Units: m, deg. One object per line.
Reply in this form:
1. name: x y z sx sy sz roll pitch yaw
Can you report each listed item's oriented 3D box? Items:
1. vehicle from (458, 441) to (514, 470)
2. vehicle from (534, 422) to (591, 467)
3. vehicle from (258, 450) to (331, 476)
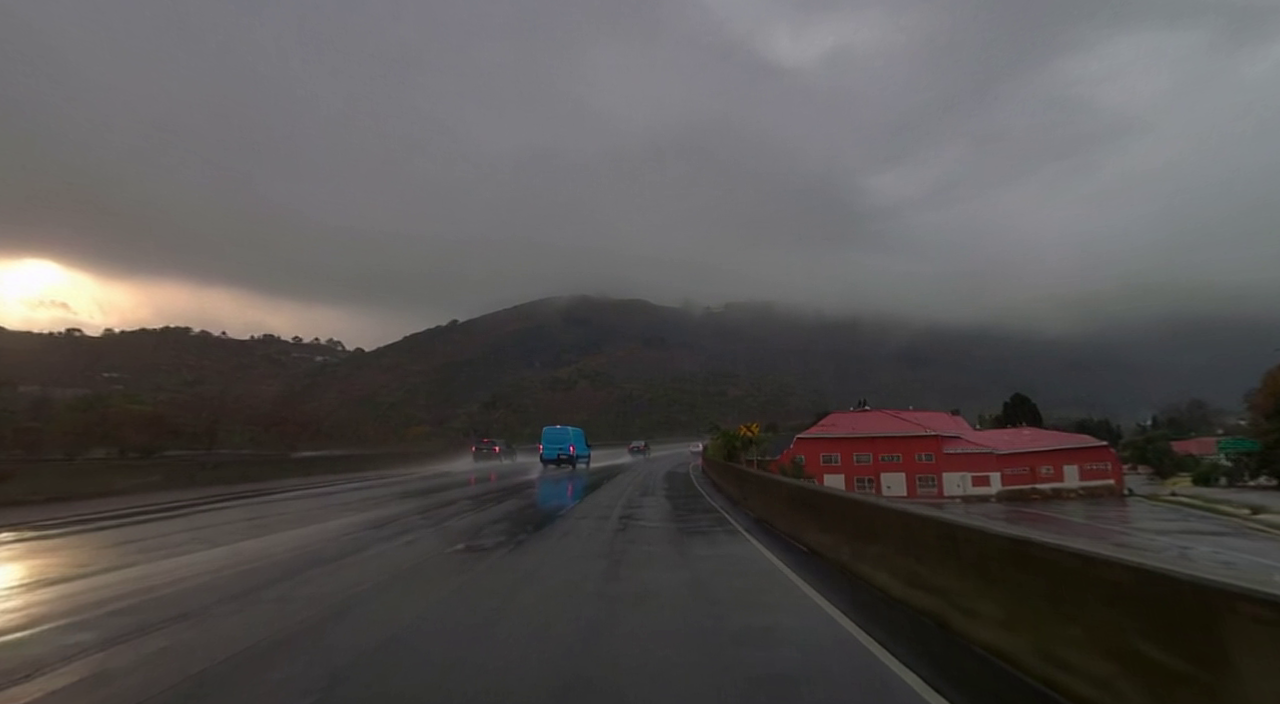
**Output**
1. vehicle: -8.771 5.944 36.464 1.821 1.524 4.342 -1 -9 5
2. vehicle: -4.964 6.095 41.559 2.314 2.703 6.441 -1 -9 6
3. vehicle: -21.298 6.828 39.146 1.866 1.487 4.409 -1 -9 3
